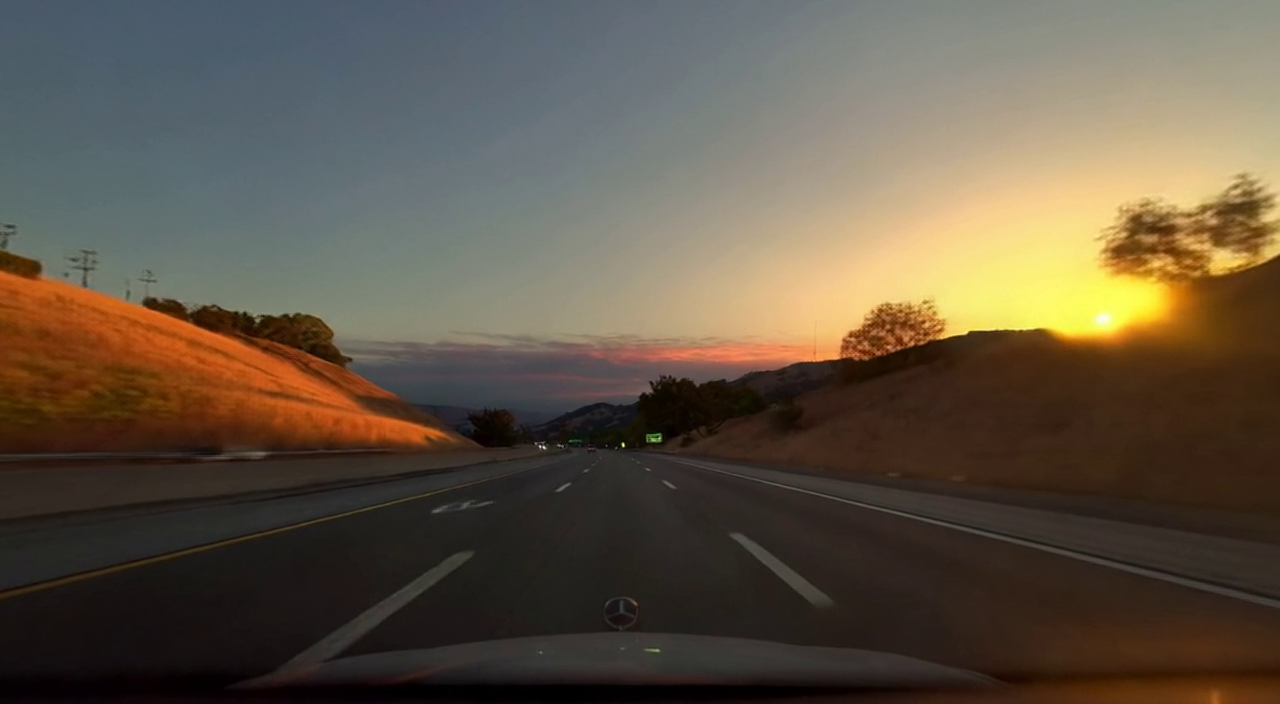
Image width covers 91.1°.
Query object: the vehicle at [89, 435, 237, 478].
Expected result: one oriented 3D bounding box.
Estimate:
[{"bbox_3d":[-17.953,3.978,24.026,2.200,1.467,4.470,0,-9,-1],"label":"vehicle"}]
